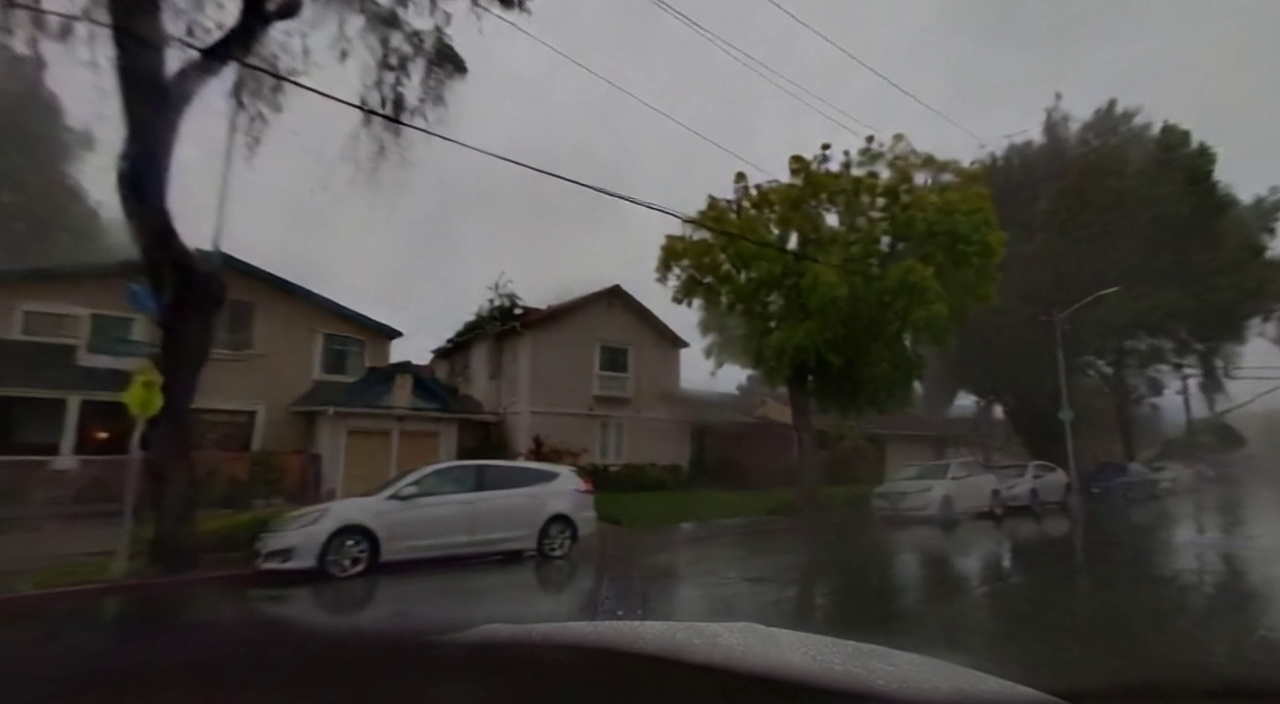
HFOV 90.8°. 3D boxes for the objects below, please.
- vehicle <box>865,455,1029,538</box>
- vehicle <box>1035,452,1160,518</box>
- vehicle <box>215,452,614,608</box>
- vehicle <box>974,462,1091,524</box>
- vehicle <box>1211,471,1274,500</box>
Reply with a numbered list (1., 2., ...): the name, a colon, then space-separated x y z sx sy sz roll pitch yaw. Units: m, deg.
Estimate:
1. vehicle: 7.881 3.534 16.074 4.442 1.675 1.909 6 -10 -38
2. vehicle: 15.971 4.519 21.969 4.713 1.923 2.034 6 -10 -36
3. vehicle: -2.670 2.056 8.167 4.469 1.391 1.746 6 -12 -38
4. vehicle: 11.790 4.137 18.904 3.648 1.502 1.745 6 -10 -38
5. vehicle: 34.570 7.608 36.213 4.357 1.359 1.958 6 -10 -39
